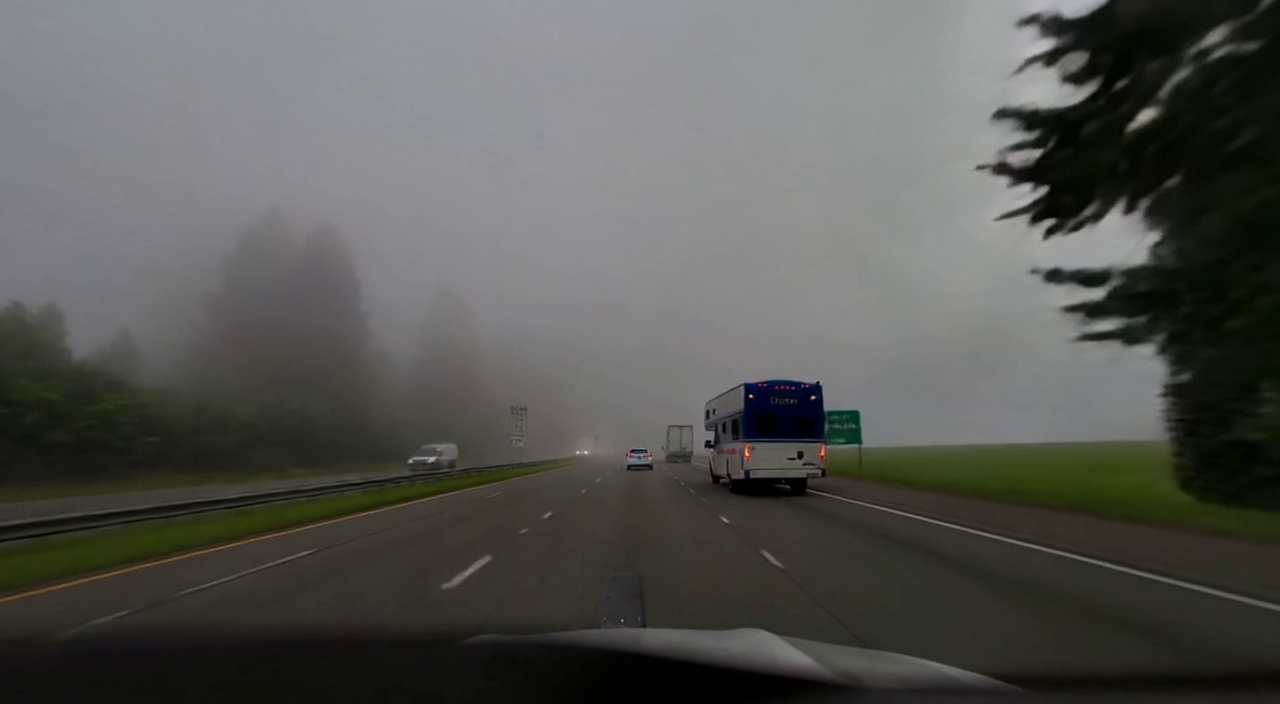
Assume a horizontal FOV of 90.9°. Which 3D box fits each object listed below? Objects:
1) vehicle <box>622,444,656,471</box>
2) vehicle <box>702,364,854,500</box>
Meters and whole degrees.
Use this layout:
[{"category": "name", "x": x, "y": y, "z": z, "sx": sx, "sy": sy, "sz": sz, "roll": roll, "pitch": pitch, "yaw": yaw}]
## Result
[{"category": "vehicle", "x": -0.037, "y": 7.045, "z": 42.255, "sx": 2.151, "sy": 1.678, "sz": 3.923, "roll": 0, "pitch": -9, "yaw": 1}, {"category": "vehicle", "x": 4.006, "y": 2.731, "z": 20.777, "sx": 2.931, "sy": 3.530, "sz": 8.760, "roll": 0, "pitch": -9, "yaw": 0}]
